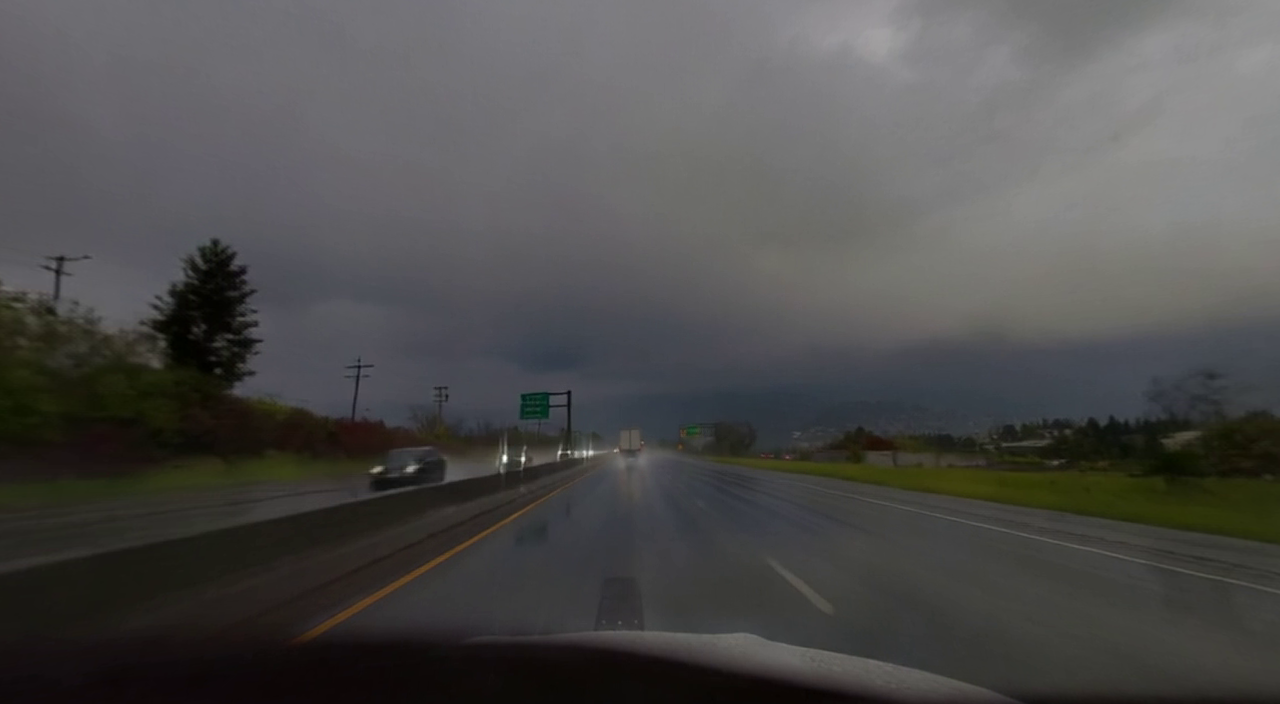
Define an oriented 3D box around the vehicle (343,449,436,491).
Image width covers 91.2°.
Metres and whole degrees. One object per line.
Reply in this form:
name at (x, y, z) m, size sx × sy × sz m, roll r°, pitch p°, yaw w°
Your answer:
vehicle at (-10.044, 4.720, 25.520) m, size 1.930 × 1.526 × 4.458 m, roll 0°, pitch -9°, yaw 0°
